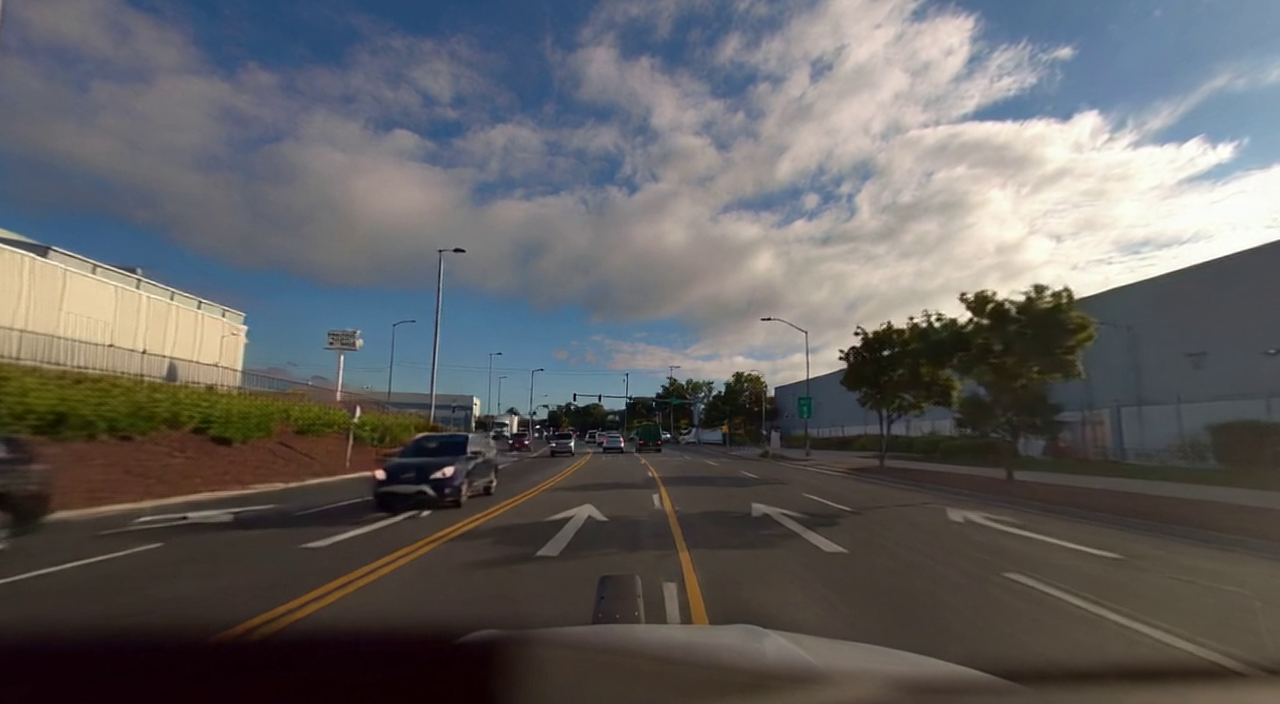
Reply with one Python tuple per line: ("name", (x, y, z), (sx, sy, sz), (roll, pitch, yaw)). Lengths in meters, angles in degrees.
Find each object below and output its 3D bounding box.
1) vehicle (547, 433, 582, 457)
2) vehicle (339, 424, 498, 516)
("vehicle", (-5.043, 6.271, 42.544), (2.003, 1.562, 3.862), (0, -8, -2))
("vehicle", (-4.166, 2.250, 12.540), (1.727, 1.519, 3.805), (0, -8, 0))
